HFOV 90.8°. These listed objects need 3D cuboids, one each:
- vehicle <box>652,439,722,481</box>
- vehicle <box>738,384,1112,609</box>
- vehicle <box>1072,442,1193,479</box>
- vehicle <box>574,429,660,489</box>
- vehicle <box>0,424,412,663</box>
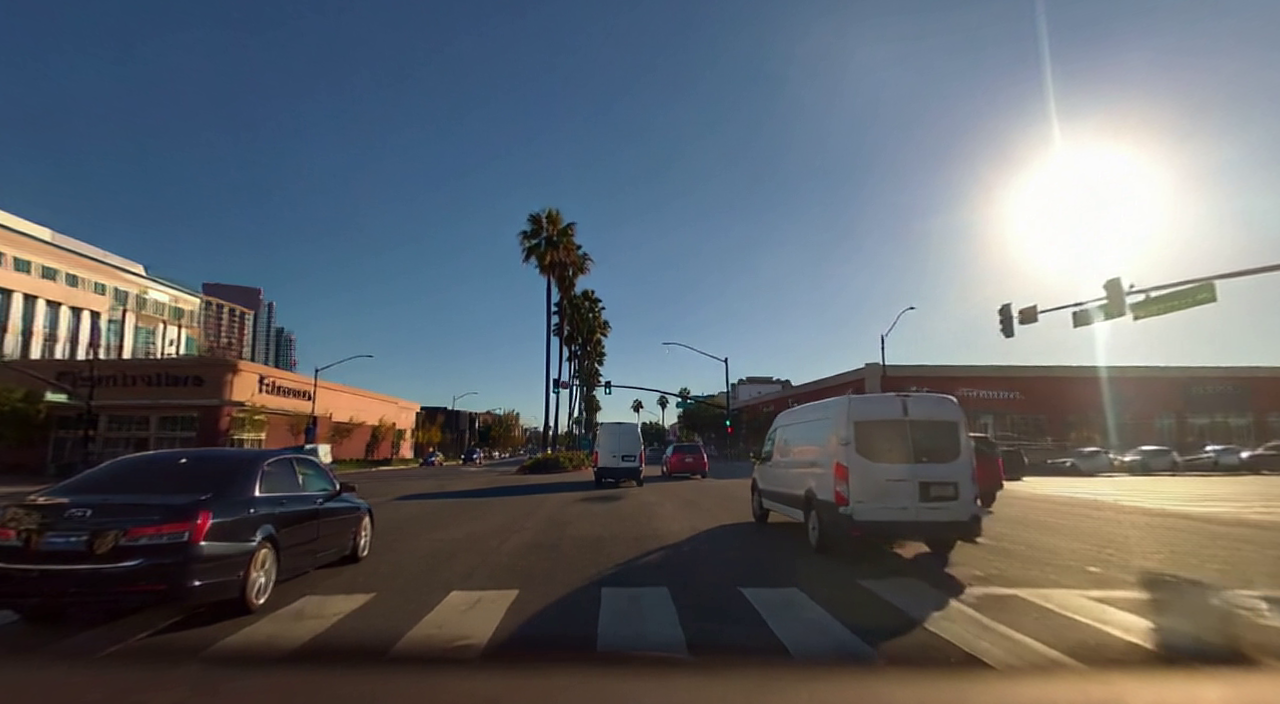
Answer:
[{"bbox_3d":[2.010,4.855,28.687,2.462,1.736,4.899,0,-9,-4],"label":"vehicle"},{"bbox_3d":[2.733,1.537,7.616,2.200,1.847,4.618,0,-9,-2],"label":"vehicle"},{"bbox_3d":[21.658,4.746,27.846,3.798,1.550,2.006,1,-9,-9],"label":"vehicle"},{"bbox_3d":[-0.876,3.999,23.978,2.848,1.991,5.706,0,-9,-2],"label":"vehicle"},{"bbox_3d":[-3.946,1.508,6.199,1.997,1.430,4.655,0,-9,-4],"label":"vehicle"}]
